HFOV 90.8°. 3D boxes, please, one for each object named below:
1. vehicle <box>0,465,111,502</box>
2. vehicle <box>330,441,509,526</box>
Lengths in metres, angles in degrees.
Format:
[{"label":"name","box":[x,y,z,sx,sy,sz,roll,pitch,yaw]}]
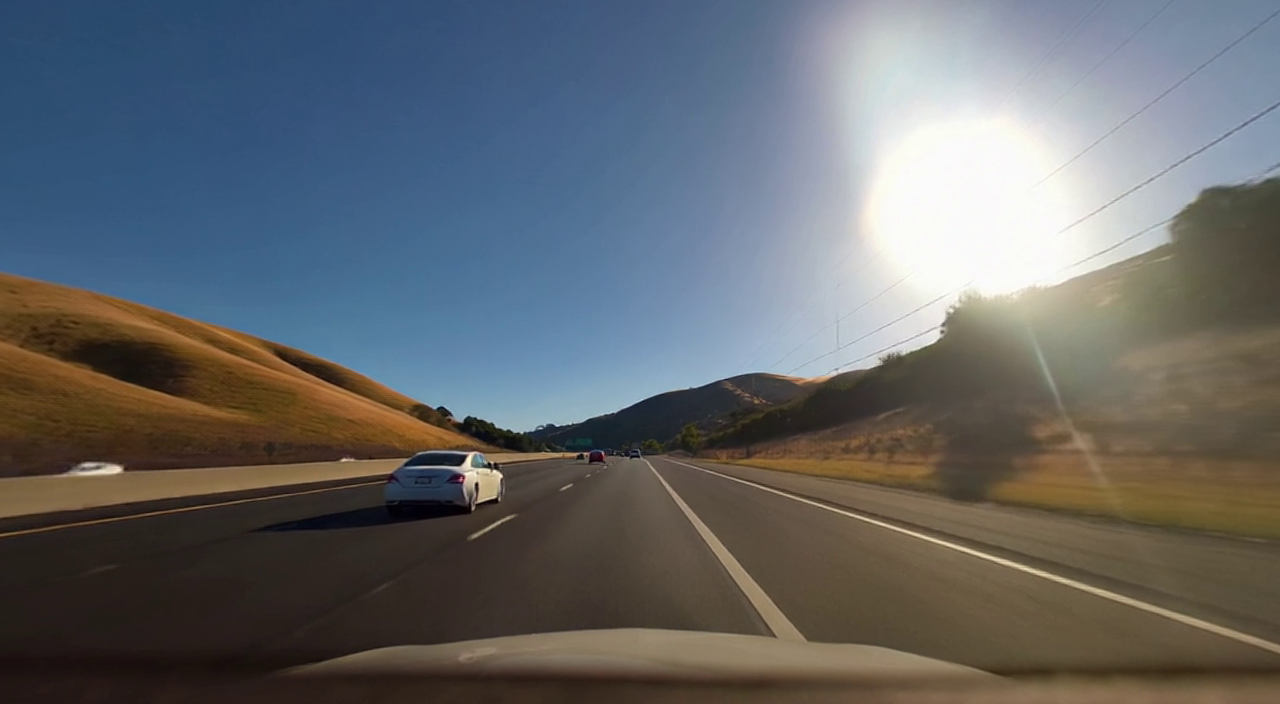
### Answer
[{"label":"vehicle","box":[-29.885,6.556,31.796,1.998,1.568,5.166,0,-9,0]},{"label":"vehicle","box":[-4.435,2.715,13.728,2.064,1.489,4.966,0,-9,0]}]
